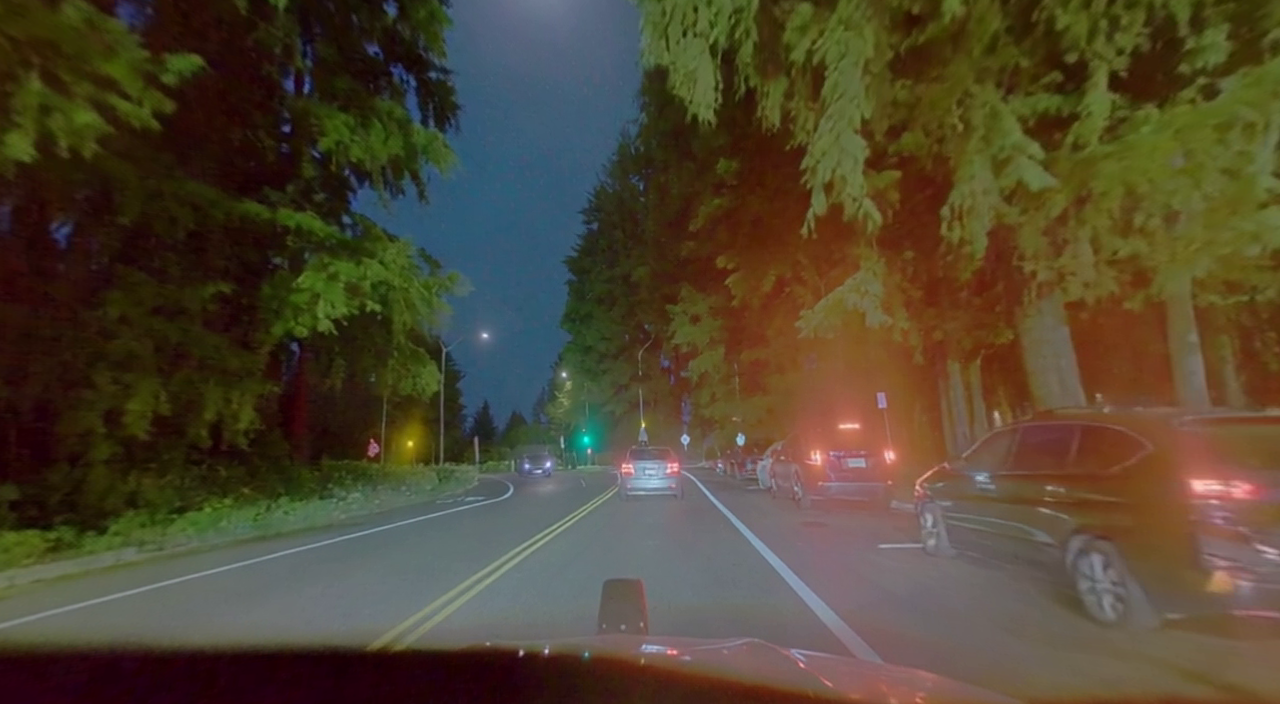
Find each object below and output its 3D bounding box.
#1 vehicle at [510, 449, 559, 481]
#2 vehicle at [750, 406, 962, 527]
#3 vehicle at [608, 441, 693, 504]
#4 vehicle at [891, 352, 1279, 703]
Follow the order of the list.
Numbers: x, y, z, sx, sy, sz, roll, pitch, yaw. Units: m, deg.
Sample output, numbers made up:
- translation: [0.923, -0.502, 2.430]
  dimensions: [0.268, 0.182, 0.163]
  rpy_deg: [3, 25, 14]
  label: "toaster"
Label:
- translation: [-7.338, 7.707, 43.253]
  dimensions: [2.131, 1.961, 4.955]
  rpy_deg: [4, -9, -23]
  label: "vehicle"
- translation: [4.251, 2.410, 14.003]
  dimensions: [2.484, 2.037, 6.362]
  rpy_deg: [0, -8, 0]
  label: "vehicle"
- translation: [0.330, 3.258, 17.585]
  dimensions: [2.078, 1.521, 4.058]
  rpy_deg: [0, -8, 2]
  label: "vehicle"
- translation: [4.138, 1.224, 5.459]
  dimensions: [2.093, 1.822, 4.483]
  rpy_deg: [0, -8, 1]
  label: "vehicle"
